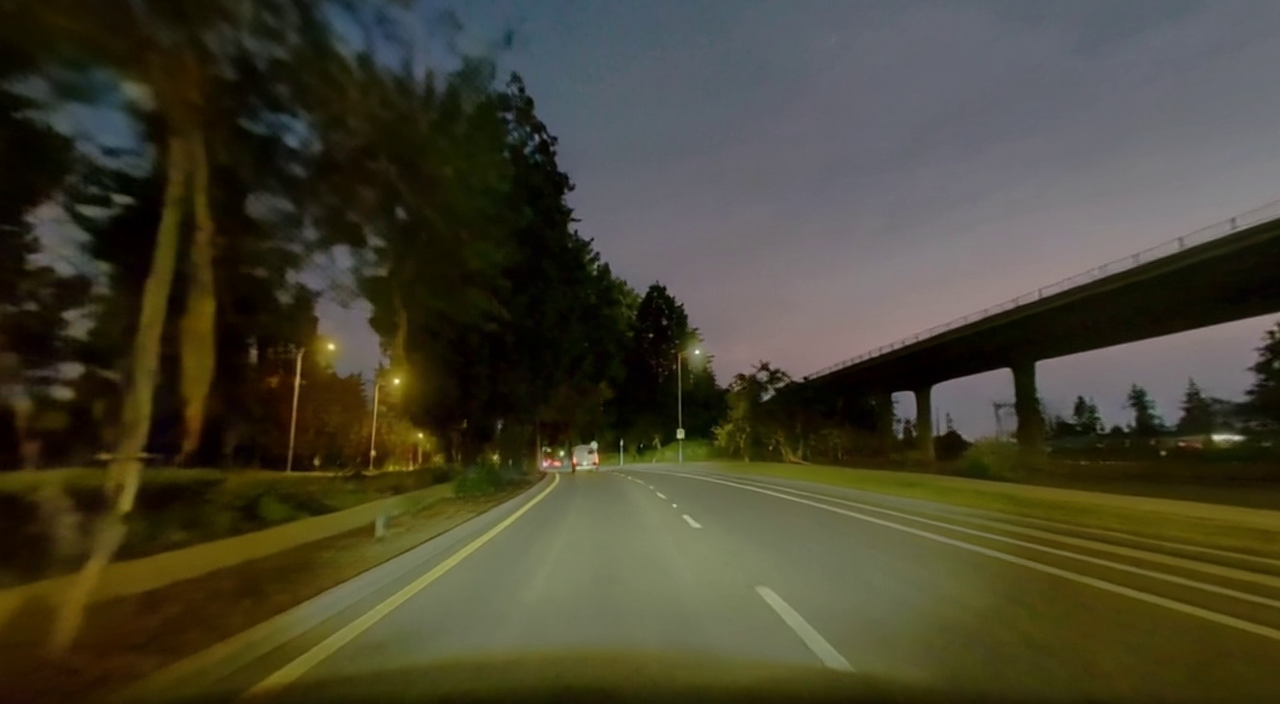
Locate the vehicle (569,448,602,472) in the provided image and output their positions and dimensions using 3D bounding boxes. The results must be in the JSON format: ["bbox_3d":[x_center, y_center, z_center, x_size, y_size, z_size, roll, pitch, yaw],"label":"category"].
[{"bbox_3d":[-4.185,8.132,47.826,2.184,1.713,4.231,1,-9,-9],"label":"vehicle"}]
